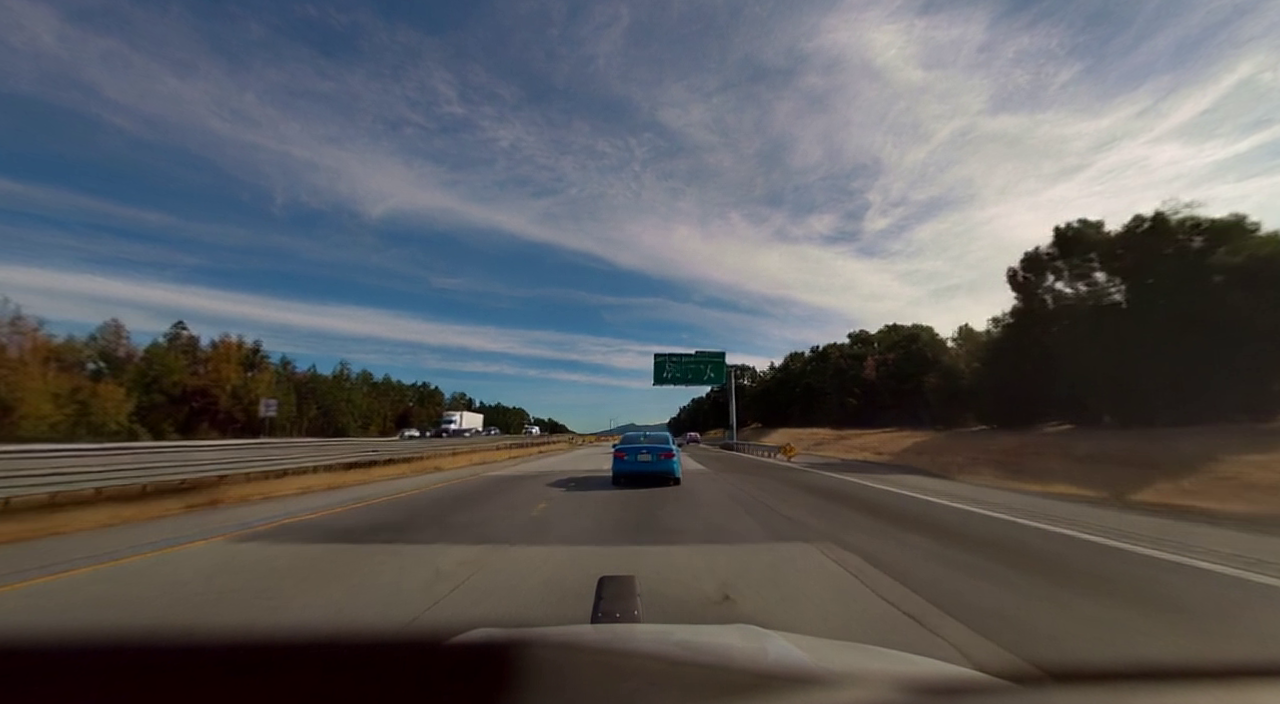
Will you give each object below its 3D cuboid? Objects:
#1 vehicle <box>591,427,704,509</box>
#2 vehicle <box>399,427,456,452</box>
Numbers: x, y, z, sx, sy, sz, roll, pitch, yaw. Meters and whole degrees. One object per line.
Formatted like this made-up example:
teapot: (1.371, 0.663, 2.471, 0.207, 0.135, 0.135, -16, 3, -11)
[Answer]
vehicle: (0.198, 2.327, 13.245, 1.977, 1.443, 4.225, 0, -8, 2)
vehicle: (-13.392, 5.576, 40.057, 1.942, 1.478, 4.622, 0, -8, 1)
